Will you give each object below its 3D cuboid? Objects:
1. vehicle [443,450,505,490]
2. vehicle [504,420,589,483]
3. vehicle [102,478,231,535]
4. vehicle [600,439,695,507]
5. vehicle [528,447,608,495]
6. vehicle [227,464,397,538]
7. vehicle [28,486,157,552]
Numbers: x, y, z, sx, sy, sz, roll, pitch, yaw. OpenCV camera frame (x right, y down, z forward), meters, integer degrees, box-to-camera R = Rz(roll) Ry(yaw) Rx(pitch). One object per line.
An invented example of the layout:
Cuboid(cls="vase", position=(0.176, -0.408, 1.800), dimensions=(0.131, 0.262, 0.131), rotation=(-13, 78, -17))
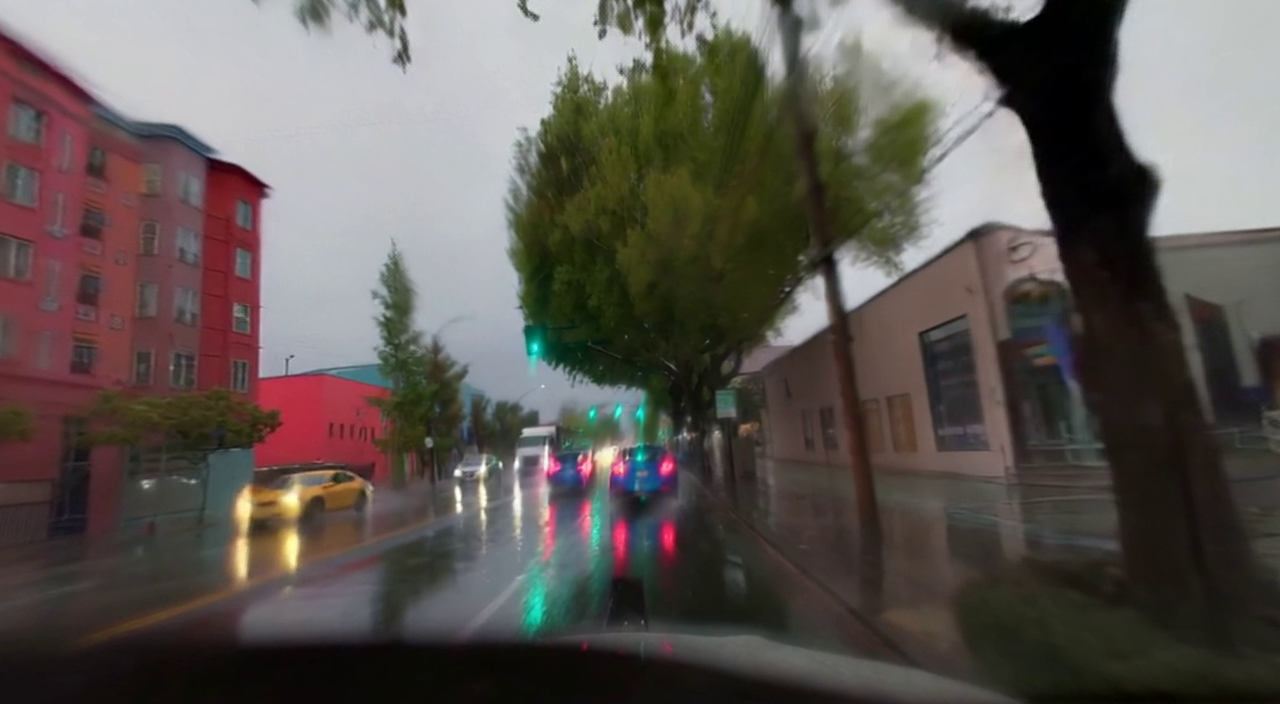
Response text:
Cuboid(cls="vehicle", position=(-8.793, 6.255, 33.762), dimensions=(2.067, 1.820, 4.509), rotation=(-3, -9, 1))
Cuboid(cls="vehicle", position=(-5.339, 5.906, 37.522), dimensions=(2.795, 3.160, 8.321), rotation=(-4, -9, 7))
Cuboid(cls="vehicle", position=(-17.092, 5.567, 22.742), dimensions=(4.266, 1.486, 1.907), rotation=(-13, -15, 25))
Cuboid(cls="vehicle", position=(0.185, 2.980, 15.995), dimensions=(2.094, 1.478, 3.922), rotation=(0, -8, 1))
Cuboid(cls="vehicle", position=(-2.328, 4.020, 21.751), dimensions=(2.099, 1.424, 4.843), rotation=(-1, -8, 1))
Cuboid(cls="vehicle", position=(-8.589, 3.901, 17.112), dimensions=(2.118, 1.473, 4.642), rotation=(-3, -9, 1))
Cuboid(cls="vehicle", position=(-17.437, 5.184, 19.999), dimensions=(4.584, 1.504, 2.124), rotation=(-7, -10, 37))
